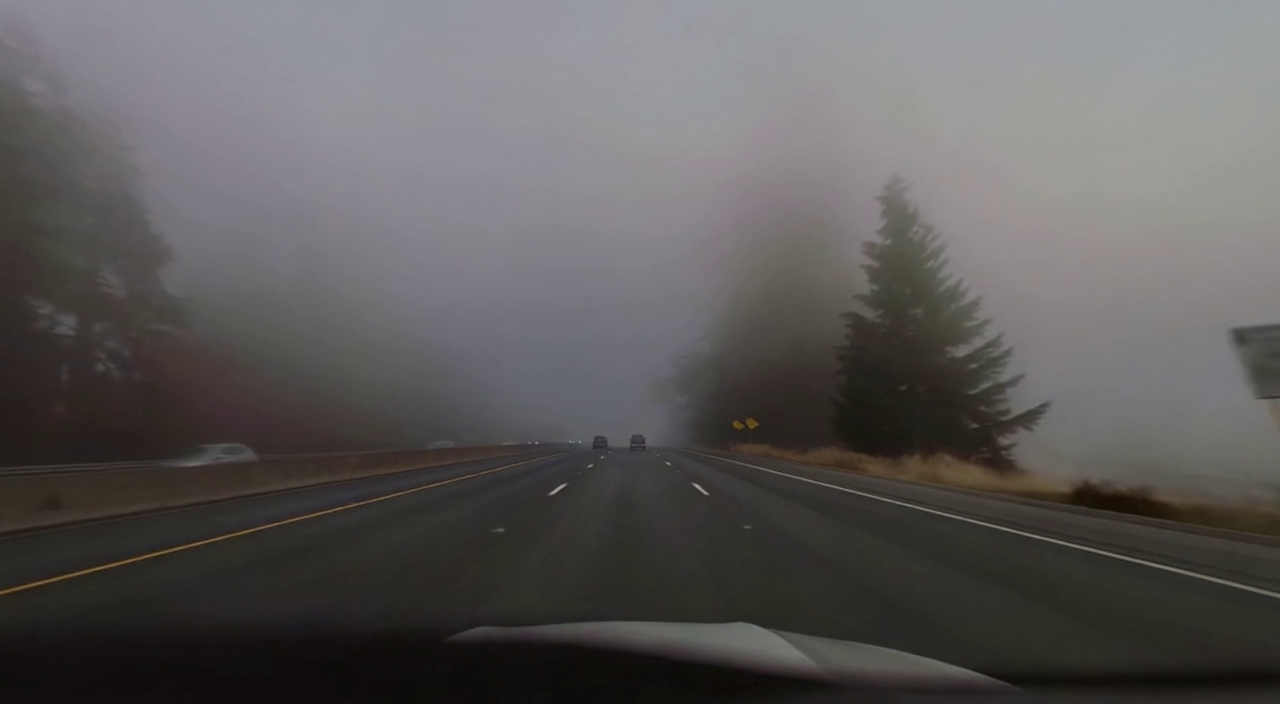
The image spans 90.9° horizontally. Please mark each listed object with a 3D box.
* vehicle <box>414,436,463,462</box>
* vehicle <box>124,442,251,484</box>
[{"bbox_3d":[-13.051,6.287,40.983,1.859,1.582,4.220,0,-8,-1],"label":"vehicle"},{"bbox_3d":[-17.573,4.288,24.755,1.826,1.498,4.295,0,-8,0],"label":"vehicle"}]
